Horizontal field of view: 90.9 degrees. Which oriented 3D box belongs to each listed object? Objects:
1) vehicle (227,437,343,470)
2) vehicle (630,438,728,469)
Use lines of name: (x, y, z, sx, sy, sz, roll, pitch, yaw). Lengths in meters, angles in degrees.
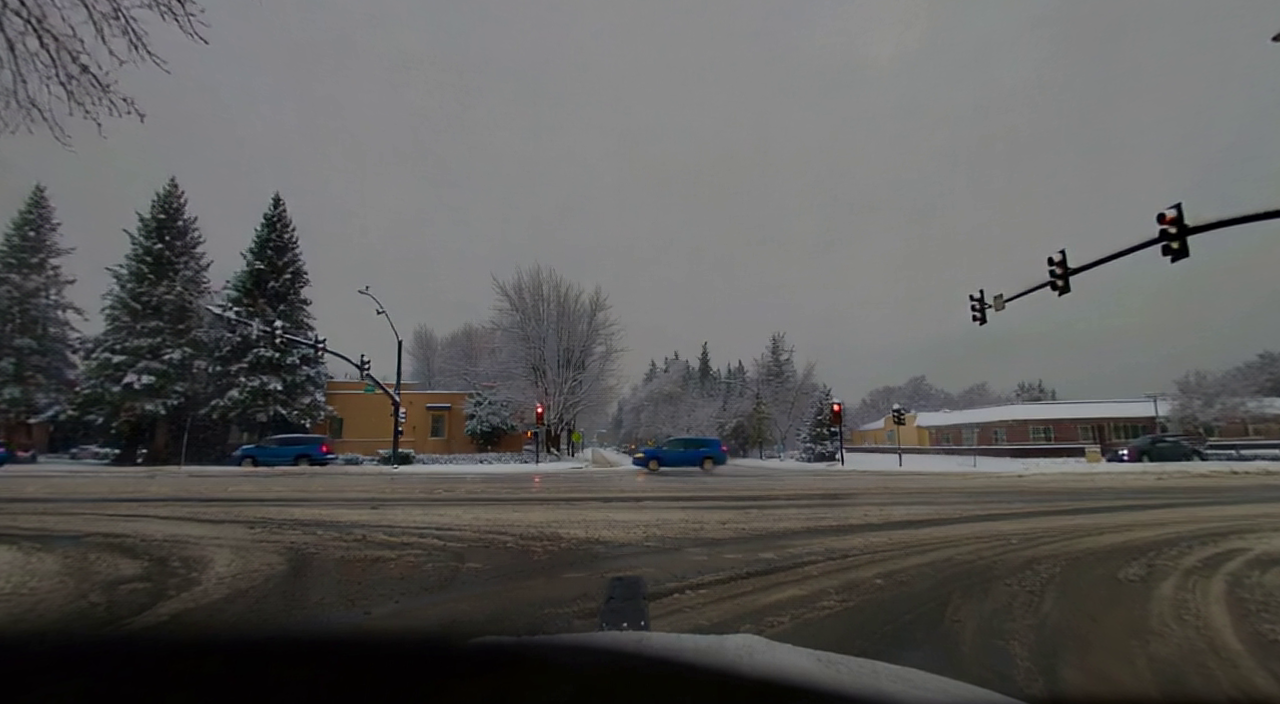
vehicle: (-17.790, 5.084, 31.731, 4.735, 1.588, 1.877, 0, -9, 2)
vehicle: (1.888, 5.017, 31.147, 4.681, 1.465, 1.820, 0, -9, 2)
